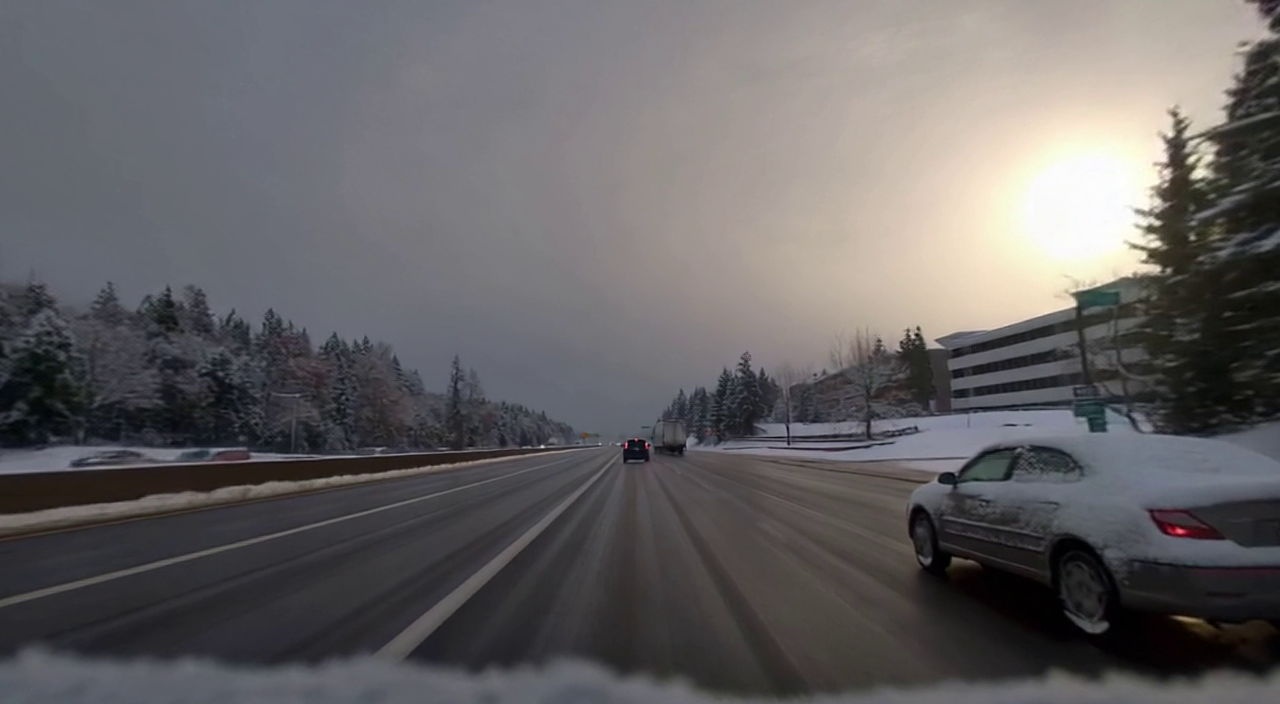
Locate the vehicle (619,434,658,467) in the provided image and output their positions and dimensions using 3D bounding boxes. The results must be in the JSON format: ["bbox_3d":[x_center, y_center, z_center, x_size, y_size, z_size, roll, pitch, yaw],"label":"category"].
[{"bbox_3d":[-0.107,6.184,39.787,2.297,1.912,4.355,0,-8,0],"label":"vehicle"}]

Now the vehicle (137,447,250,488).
[{"bbox_3d":[-17.871,4.602,25.513,1.796,1.505,3.726,0,-8,0],"label":"vehicle"}]

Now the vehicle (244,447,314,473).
[{"bbox_3d":[-24.878,7.440,43.722,1.970,1.642,4.831,0,-8,0],"label":"vehicle"}]

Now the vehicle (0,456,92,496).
[{"bbox_3d":[-25.627,5.092,26.154,1.848,1.467,4.495,0,-8,0],"label":"vehicle"}]

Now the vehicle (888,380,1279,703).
[{"bbox_3d":[3.732,1.217,4.706,1.950,1.596,4.326,0,-8,-1],"label":"vehicle"}]
